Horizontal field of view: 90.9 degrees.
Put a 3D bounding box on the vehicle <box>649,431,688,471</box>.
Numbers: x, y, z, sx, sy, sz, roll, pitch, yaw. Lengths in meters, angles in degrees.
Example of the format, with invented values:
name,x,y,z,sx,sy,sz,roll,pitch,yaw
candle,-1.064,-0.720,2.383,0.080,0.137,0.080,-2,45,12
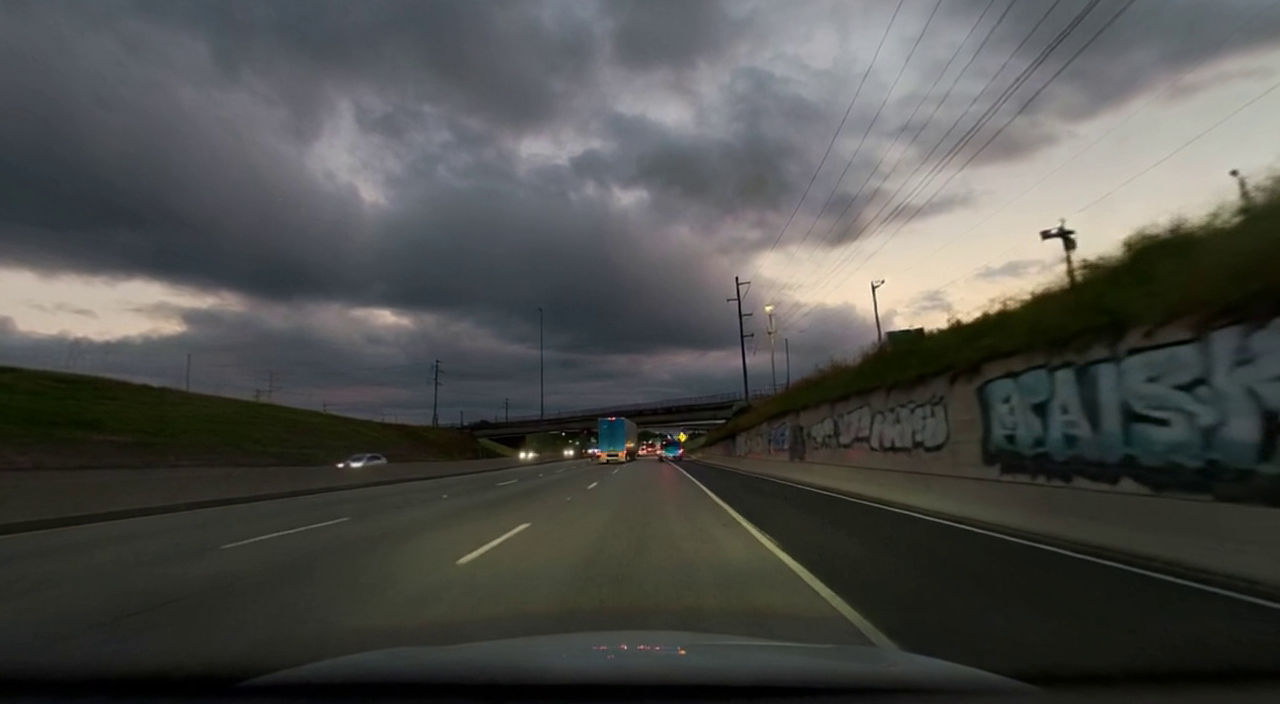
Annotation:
name,x,y,z,sx,sy,sz,roll,pitch,yaw
vehicle,1.935,7.083,45.084,2.462,2.627,5.799,0,-9,-1
